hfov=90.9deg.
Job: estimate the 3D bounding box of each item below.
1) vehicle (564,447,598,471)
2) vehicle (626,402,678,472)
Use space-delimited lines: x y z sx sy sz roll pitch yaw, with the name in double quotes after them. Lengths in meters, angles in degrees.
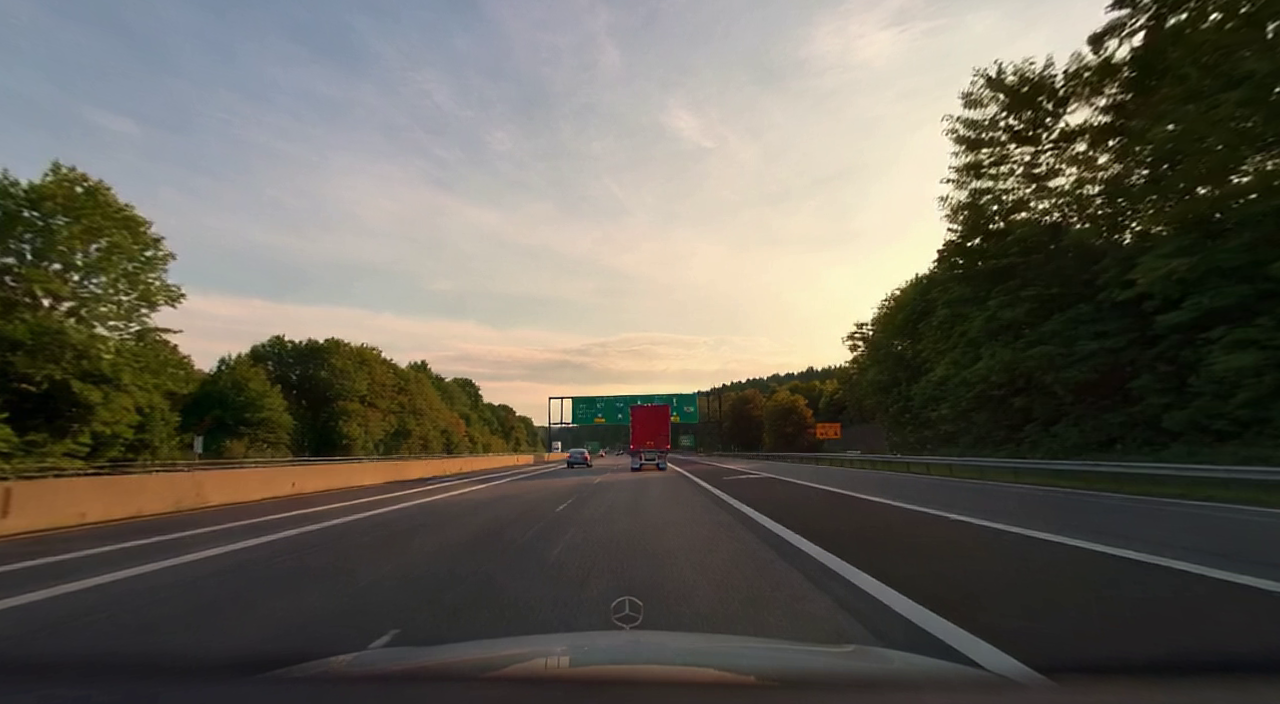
-3.898 7.139 42.190 1.873 1.469 3.601 0 -9 1 "vehicle"
0.741 5.762 42.107 3.022 4.072 10.318 0 -9 0 "vehicle"
